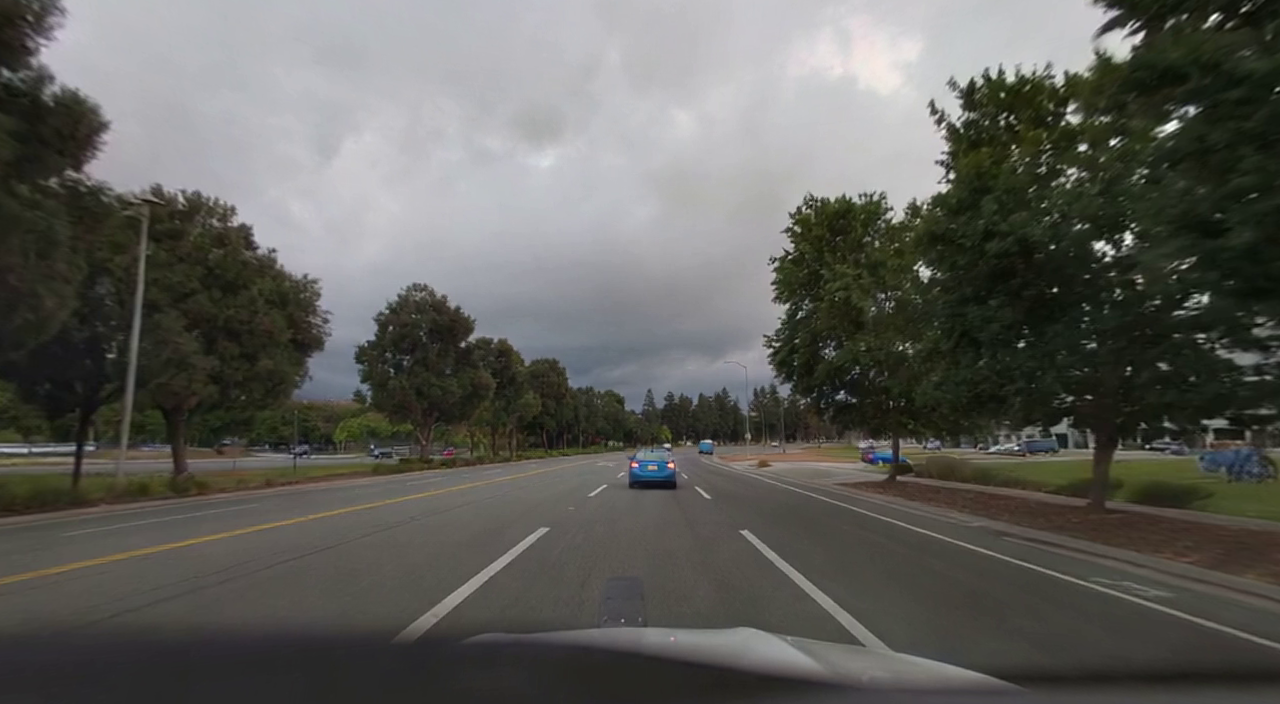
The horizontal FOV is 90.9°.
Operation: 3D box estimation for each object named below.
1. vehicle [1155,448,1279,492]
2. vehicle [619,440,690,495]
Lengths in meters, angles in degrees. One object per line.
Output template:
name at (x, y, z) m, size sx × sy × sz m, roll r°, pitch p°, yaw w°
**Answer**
vehicle at (23.528, 4.677, 25.155) m, size 4.013 × 1.505 × 1.989 m, roll -3°, pitch -8°, yaw 4°
vehicle at (0.417, 3.575, 19.836) m, size 2.010 × 1.535 × 3.735 m, roll 0°, pitch -9°, yaw 0°
